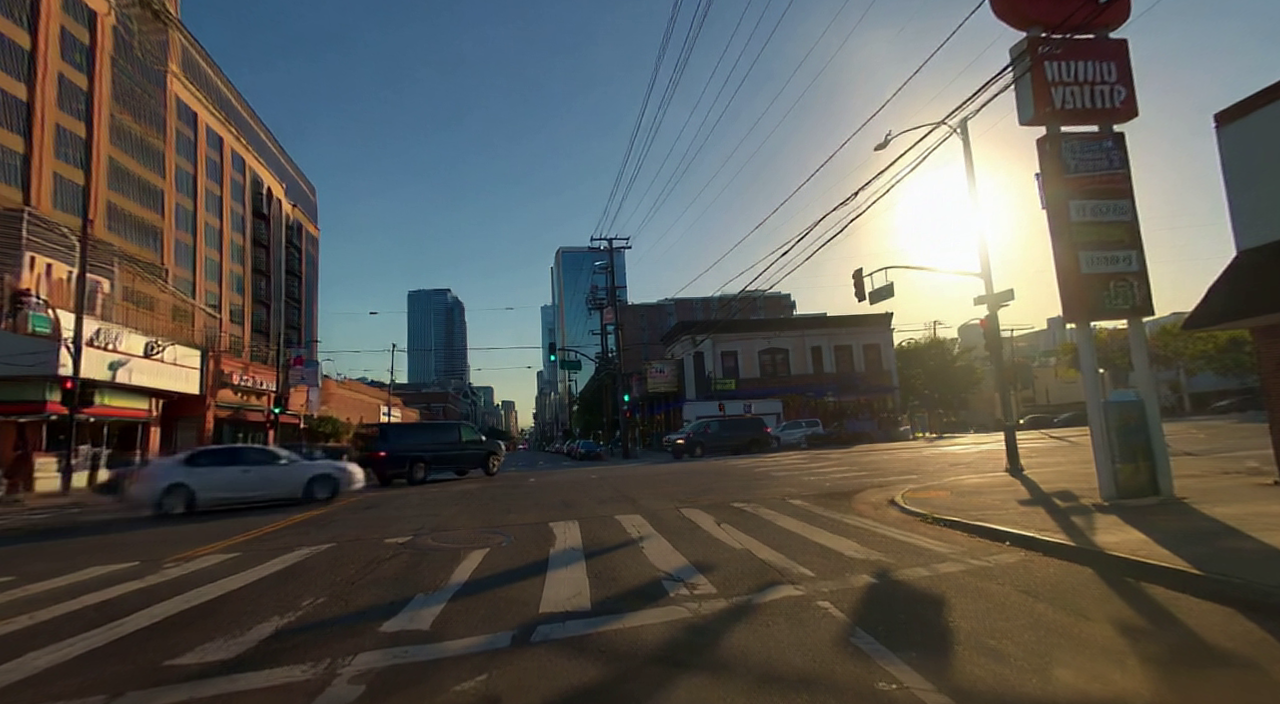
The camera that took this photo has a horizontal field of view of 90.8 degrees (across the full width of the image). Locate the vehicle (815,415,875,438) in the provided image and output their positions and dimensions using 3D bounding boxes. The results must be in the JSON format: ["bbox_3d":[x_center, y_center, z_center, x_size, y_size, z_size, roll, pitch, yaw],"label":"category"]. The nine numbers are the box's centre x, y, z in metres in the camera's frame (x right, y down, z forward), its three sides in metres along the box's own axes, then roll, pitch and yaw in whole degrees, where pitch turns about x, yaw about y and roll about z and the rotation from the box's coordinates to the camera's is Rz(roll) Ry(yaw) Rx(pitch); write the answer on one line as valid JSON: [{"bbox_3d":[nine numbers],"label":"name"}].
[{"bbox_3d":[16.043,5.834,49.438,4.589,1.730,1.801,4,-9,-31],"label":"vehicle"}]

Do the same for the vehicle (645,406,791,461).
[{"bbox_3d":[3.186,3.325,25.452,5.588,1.985,2.374,5,-10,-32],"label":"vehicle"}]

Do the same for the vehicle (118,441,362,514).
[{"bbox_3d":[-8.994,2.800,14.625,4.433,1.453,1.804,4,-10,-29],"label":"vehicle"}]

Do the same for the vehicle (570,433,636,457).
[{"bbox_3d":[-2.744,6.820,46.372,4.591,1.686,1.816,1,-9,-11],"label":"vehicle"}]

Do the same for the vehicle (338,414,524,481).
[{"bbox_3d":[-6.788,3.196,21.224,2.081,1.938,5.603,-7,-11,39],"label":"vehicle"}]

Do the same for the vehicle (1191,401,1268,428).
[{"bbox_3d":[35.045,3.738,37.529,4.499,1.524,1.784,3,-8,-28],"label":"vehicle"}]
